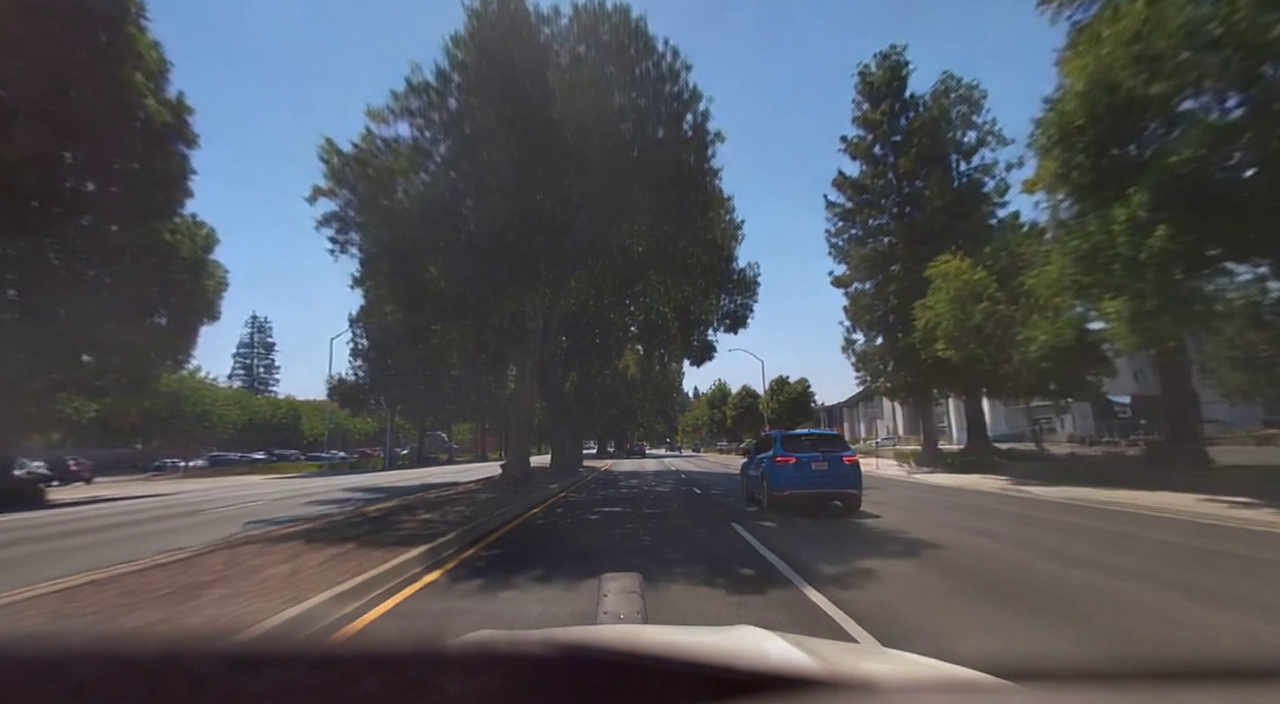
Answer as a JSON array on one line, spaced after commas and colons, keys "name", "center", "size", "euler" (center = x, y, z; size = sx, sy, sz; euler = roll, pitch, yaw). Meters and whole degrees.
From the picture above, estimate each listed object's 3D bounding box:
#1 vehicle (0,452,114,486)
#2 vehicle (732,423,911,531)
[{"name": "vehicle", "center": [-36.423, 7.286, 39.549], "size": [4.983, 1.727, 2.059], "euler": [-2, -7, -4]}, {"name": "vehicle", "center": [3.181, 2.287, 12.160], "size": [2.060, 1.665, 4.284], "euler": [0, -8, -1]}]
